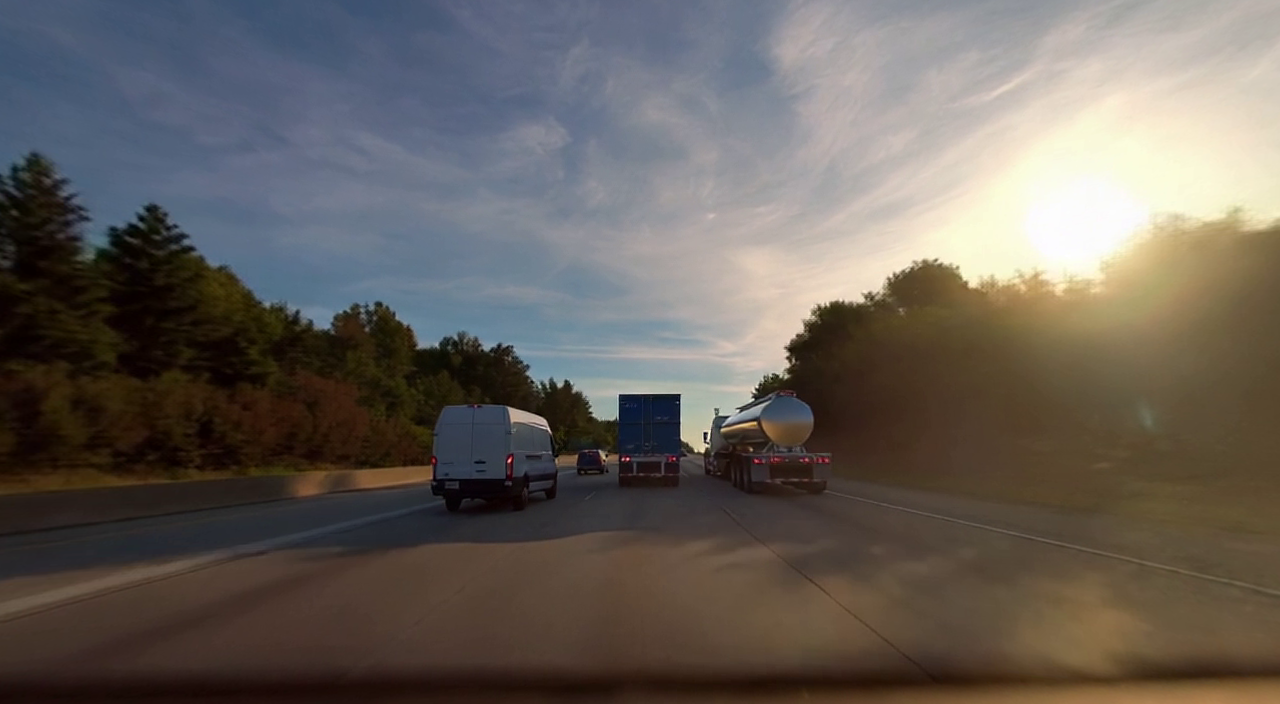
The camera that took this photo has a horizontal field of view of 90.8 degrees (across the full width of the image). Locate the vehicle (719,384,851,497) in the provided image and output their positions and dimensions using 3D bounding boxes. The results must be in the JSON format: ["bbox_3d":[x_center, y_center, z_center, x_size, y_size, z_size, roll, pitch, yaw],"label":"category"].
[{"bbox_3d":[5.207,3.618,25.398,2.706,3.500,11.483,0,-9,1],"label":"vehicle"}]

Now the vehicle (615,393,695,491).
[{"bbox_3d":[0.337,3.962,27.271,2.773,3.455,9.118,0,-9,-3],"label":"vehicle"}]

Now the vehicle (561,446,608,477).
[{"bbox_3d":[-3.172,6.354,36.862,2.134,1.652,4.439,-1,-9,3],"label":"vehicle"}]

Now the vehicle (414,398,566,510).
[{"bbox_3d":[-3.845,2.848,17.777,2.525,2.572,6.260,0,-9,2],"label":"vehicle"}]
